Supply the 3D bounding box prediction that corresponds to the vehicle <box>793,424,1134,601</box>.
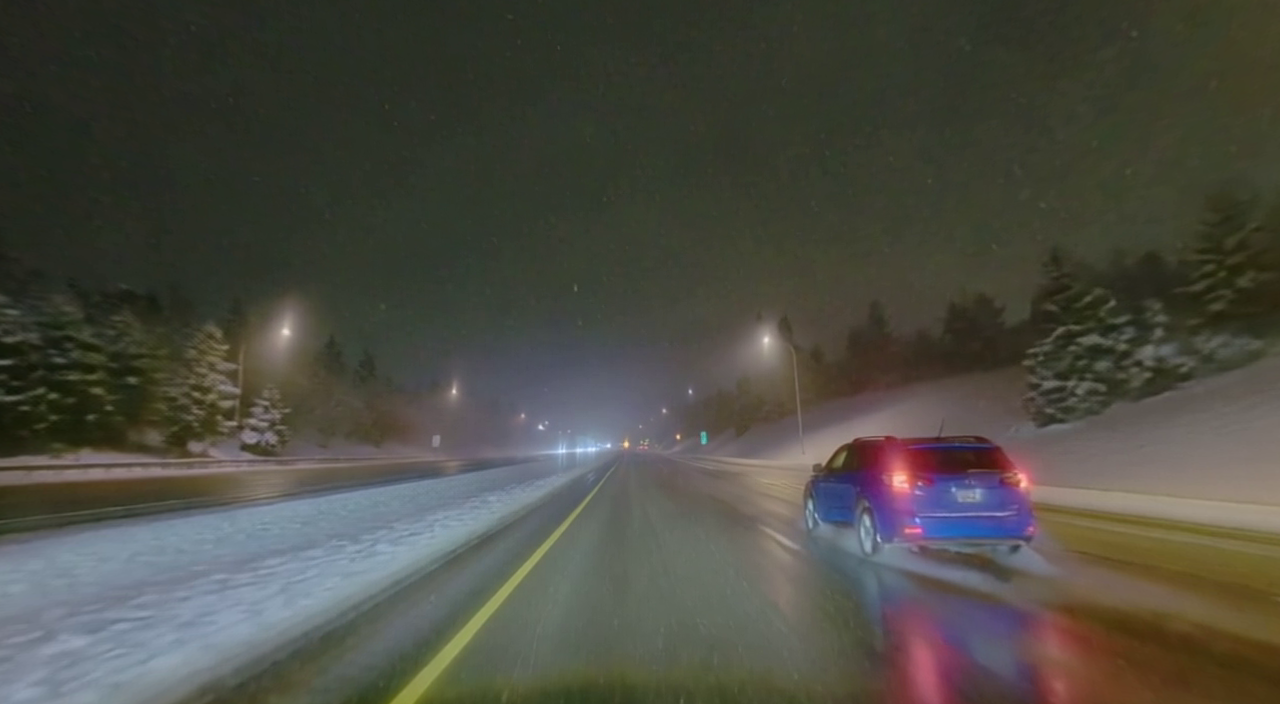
[{"bbox_3d":[3.527,1.820,7.995,2.002,1.604,4.265,0,-9,-1],"label":"vehicle"}]
